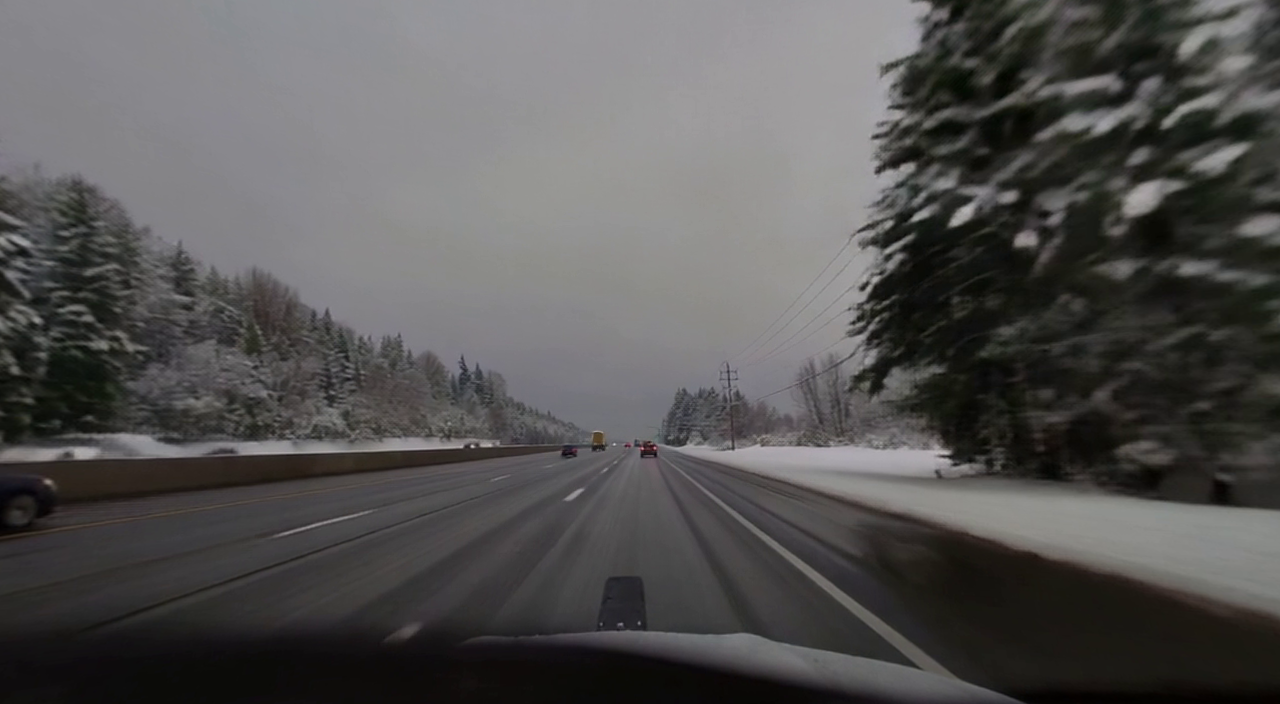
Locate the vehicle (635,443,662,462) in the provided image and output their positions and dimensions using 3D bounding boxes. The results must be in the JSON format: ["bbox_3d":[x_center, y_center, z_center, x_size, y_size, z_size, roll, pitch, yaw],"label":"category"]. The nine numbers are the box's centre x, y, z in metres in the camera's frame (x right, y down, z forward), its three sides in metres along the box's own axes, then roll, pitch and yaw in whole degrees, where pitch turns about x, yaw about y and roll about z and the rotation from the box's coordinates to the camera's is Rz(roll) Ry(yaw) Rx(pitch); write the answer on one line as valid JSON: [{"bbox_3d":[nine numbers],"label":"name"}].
[{"bbox_3d":[0.637,7.855,49.309,2.057,1.453,3.926,0,-8,0],"label":"vehicle"}]

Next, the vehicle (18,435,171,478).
[{"bbox_3d":[-29.266,5.619,34.127,2.366,2.109,6.534,0,-8,1],"label":"vehicle"}]

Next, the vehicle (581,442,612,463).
[{"bbox_3d":[-3.288,7.715,48.299,2.046,1.478,4.111,0,-8,0],"label":"vehicle"}]
